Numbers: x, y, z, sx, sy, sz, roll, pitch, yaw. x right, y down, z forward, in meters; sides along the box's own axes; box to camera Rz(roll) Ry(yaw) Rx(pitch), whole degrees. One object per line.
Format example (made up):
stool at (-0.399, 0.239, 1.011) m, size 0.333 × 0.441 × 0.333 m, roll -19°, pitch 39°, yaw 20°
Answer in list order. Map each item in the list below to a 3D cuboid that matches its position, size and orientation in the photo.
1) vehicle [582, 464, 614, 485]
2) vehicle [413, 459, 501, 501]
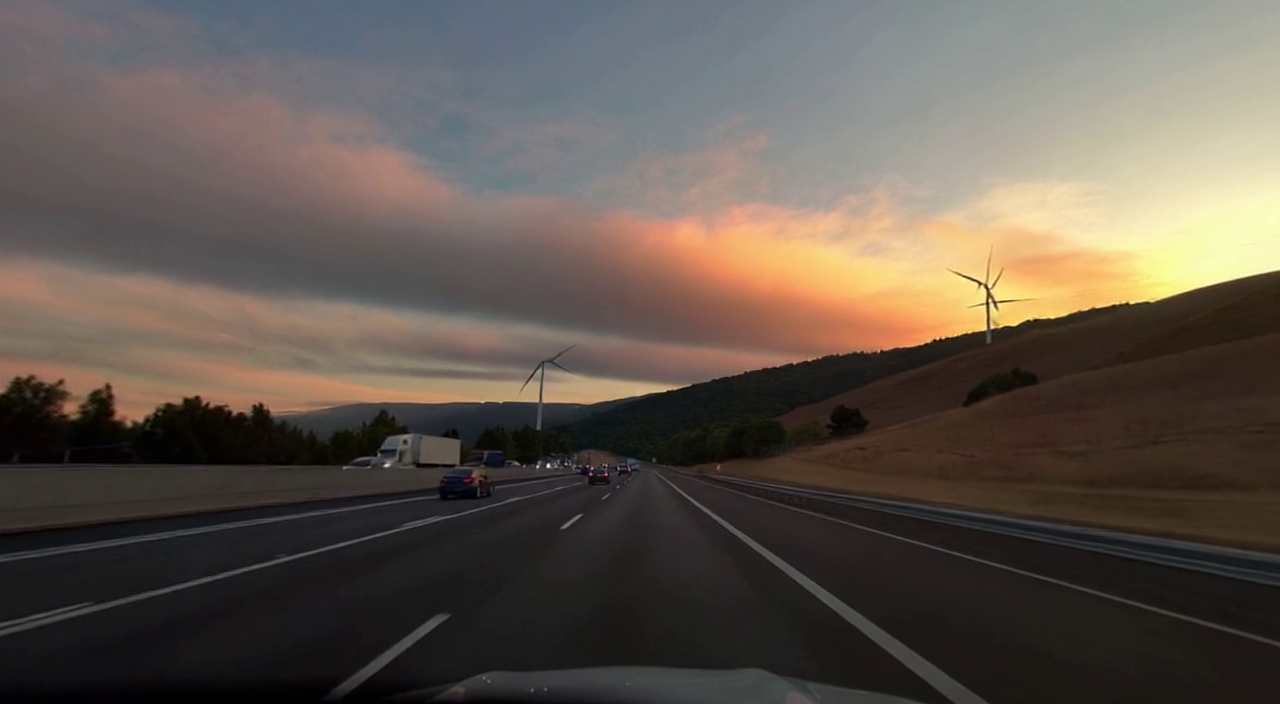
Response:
vehicle at (-3.153, 9.384, 48.503) m, size 2.039 × 1.505 × 4.843 m, roll 1°, pitch -10°, yaw 1°
vehicle at (-7.109, 5.029, 25.014) m, size 1.956 × 1.451 × 4.674 m, roll 1°, pitch -10°, yaw 1°
